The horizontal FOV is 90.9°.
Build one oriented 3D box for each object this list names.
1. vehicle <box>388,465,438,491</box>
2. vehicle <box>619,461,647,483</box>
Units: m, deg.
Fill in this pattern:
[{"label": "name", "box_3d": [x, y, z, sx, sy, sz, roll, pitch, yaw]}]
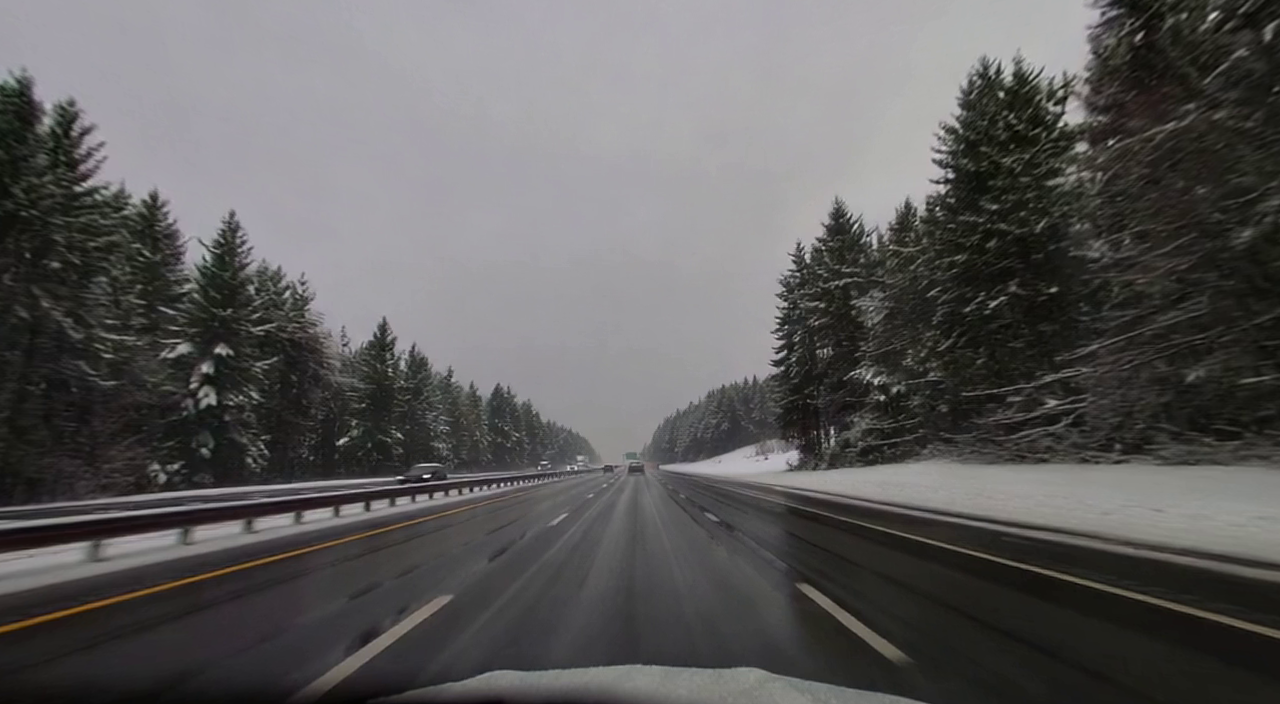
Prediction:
[{"label": "vehicle", "box_3d": [-12.883, 7.157, 35.959, 1.670, 1.378, 3.363, -1, -10, -1]}, {"label": "vehicle", "box_3d": [-0.530, 9.337, 49.000, 2.065, 1.633, 4.130, 1, -11, -1]}]
